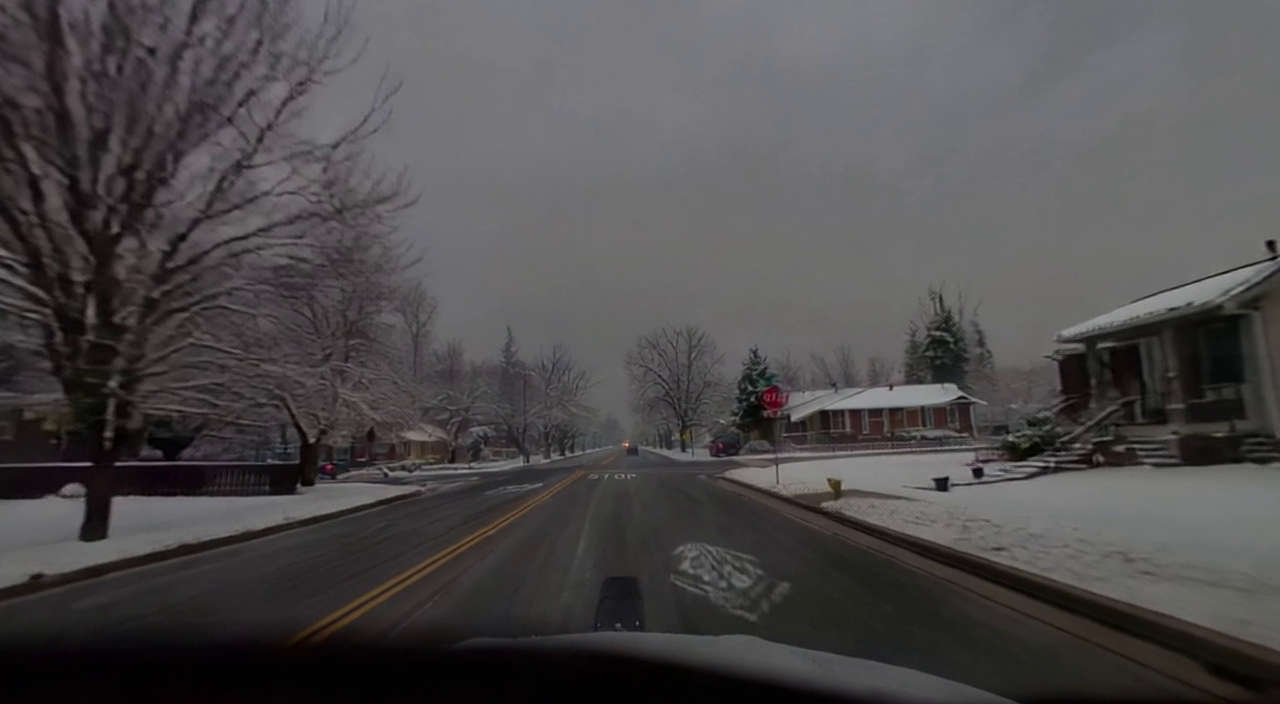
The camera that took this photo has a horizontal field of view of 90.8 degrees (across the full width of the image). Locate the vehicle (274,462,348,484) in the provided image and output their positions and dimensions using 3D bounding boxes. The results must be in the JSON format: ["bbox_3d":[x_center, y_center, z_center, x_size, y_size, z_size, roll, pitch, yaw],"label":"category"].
[{"bbox_3d":[-24.344,8.960,46.870,4.380,1.462,1.864,0,-9,-1],"label":"vehicle"}]
